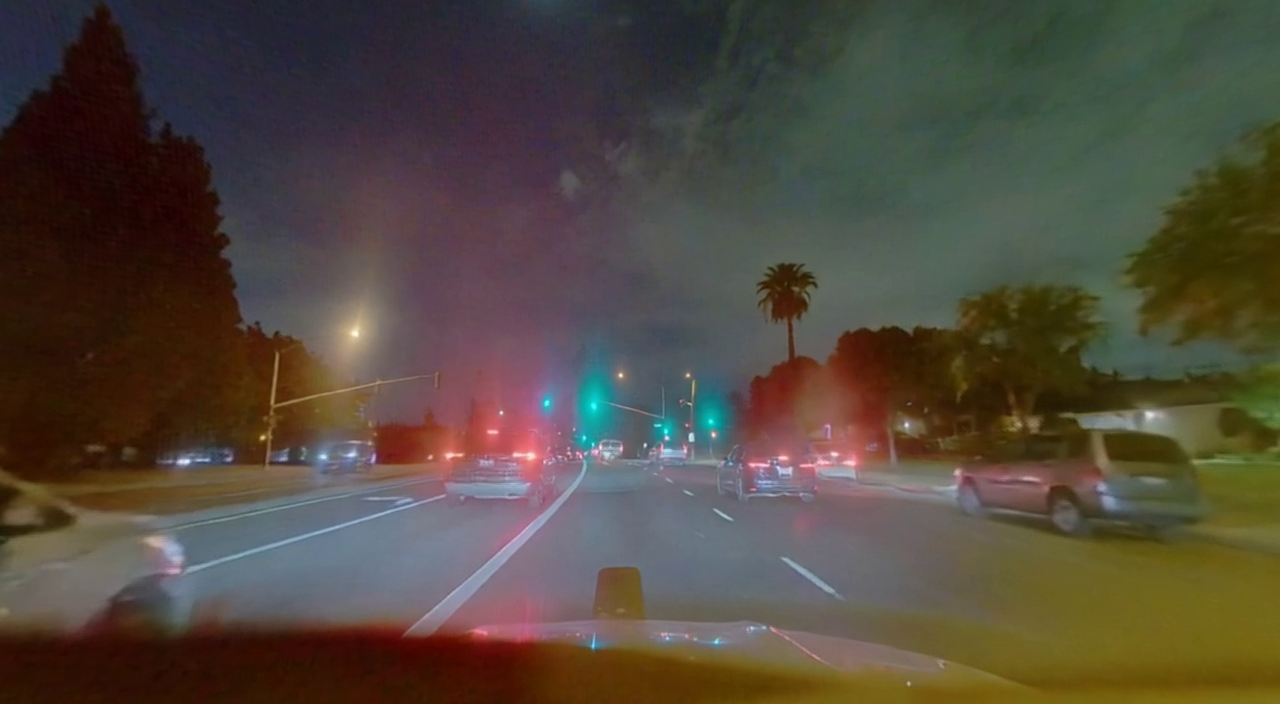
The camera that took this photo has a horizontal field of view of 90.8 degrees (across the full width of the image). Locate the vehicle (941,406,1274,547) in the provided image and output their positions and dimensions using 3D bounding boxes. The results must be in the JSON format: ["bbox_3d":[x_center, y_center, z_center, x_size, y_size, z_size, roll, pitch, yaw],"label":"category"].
[{"bbox_3d":[7.111,1.921,10.389,2.011,1.805,4.260,0,-8,-3],"label":"vehicle"}]

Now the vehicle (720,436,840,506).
[{"bbox_3d":[3.281,2.869,15.703,1.870,1.491,4.009,0,-8,-3],"label":"vehicle"}]

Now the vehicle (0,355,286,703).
[{"bbox_3d":[-3.056,0.744,1.627,1.922,1.577,4.140,0,-8,-1],"label":"vehicle"}]

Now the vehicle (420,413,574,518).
[{"bbox_3d":[-3.016,2.595,15.106,2.354,1.948,6.355,0,-8,-1],"label":"vehicle"}]

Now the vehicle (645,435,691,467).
[{"bbox_3d":[1.795,6.691,42.861,2.391,1.960,5.600,1,-8,-5],"label":"vehicle"}]

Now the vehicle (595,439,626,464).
[{"bbox_3d":[-2.303,7.647,48.683,2.164,1.867,4.254,1,-8,-6],"label":"vehicle"}]

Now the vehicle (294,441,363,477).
[{"bbox_3d":[-18.796,6.445,38.423,2.292,1.990,5.714,2,-9,-12],"label":"vehicle"}]
